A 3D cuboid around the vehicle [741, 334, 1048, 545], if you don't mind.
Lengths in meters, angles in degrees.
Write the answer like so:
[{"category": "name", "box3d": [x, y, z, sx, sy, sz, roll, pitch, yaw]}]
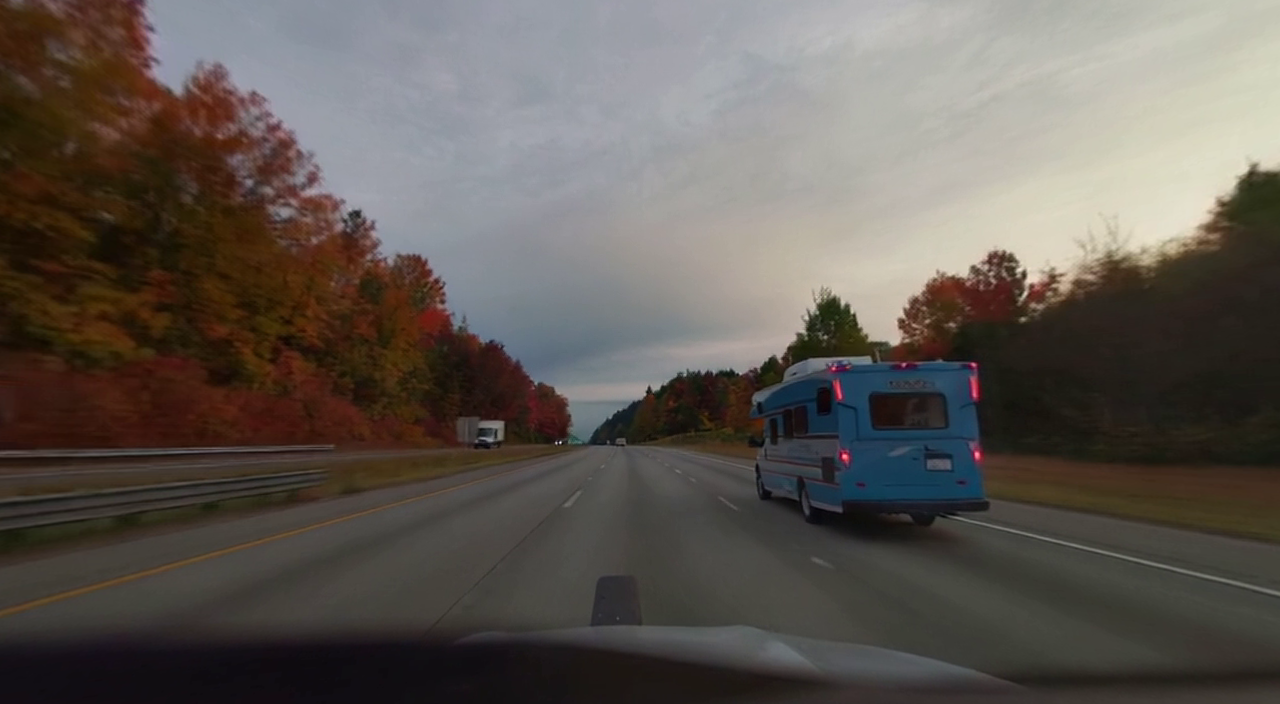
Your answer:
[{"category": "vehicle", "box3d": [4.036, 1.656, 12.192, 2.815, 2.876, 7.101, 0, -8, -1]}]
